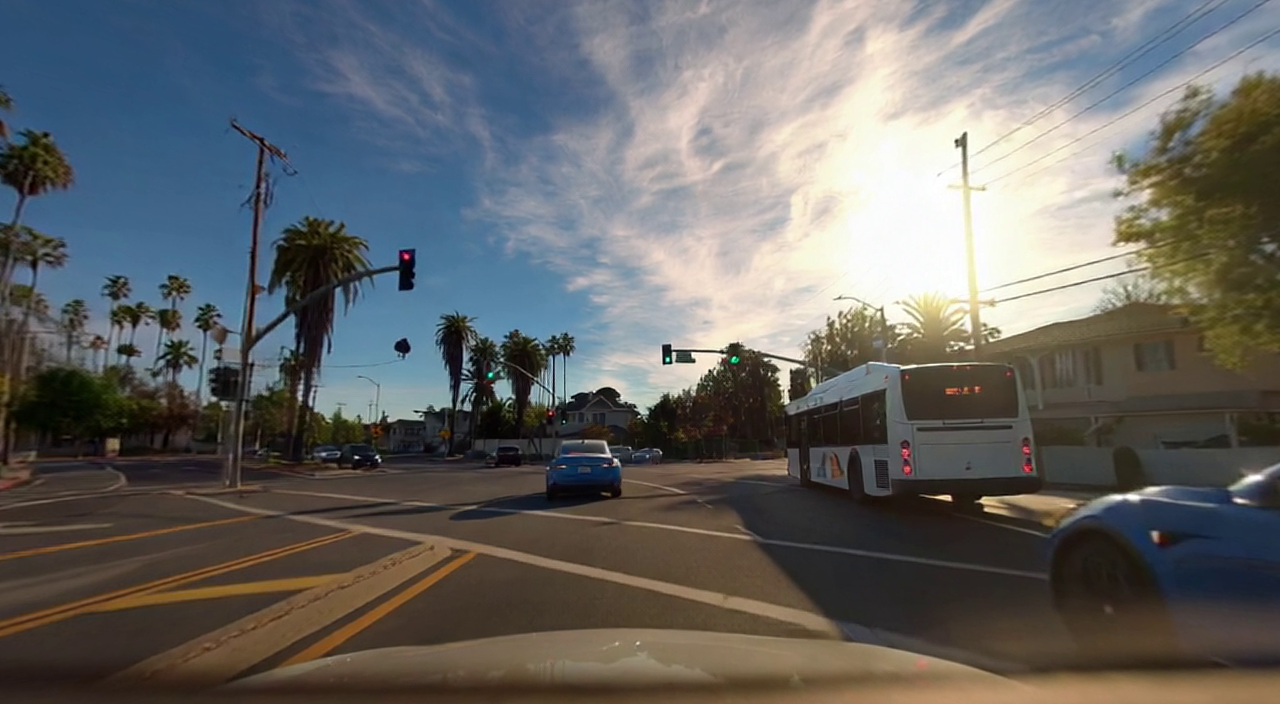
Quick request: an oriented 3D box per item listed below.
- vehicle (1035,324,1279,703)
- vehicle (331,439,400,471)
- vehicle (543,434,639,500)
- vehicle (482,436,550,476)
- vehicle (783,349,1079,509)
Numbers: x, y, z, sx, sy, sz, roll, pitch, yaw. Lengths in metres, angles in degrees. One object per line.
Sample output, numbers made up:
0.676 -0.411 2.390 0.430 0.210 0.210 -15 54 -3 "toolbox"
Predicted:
3.685 0.624 1.398 2.205 1.803 5.135 0 -9 -1 "vehicle"
-17.450 6.477 39.984 2.283 1.878 5.384 7 -11 -42 "vehicle"
-1.605 3.377 18.976 2.341 1.709 4.466 1 -9 -11 "vehicle"
-6.487 5.338 32.576 2.272 1.891 4.562 4 -9 -26 "vehicle"
8.012 2.732 21.055 3.483 3.546 13.998 0 -9 1 "vehicle"
